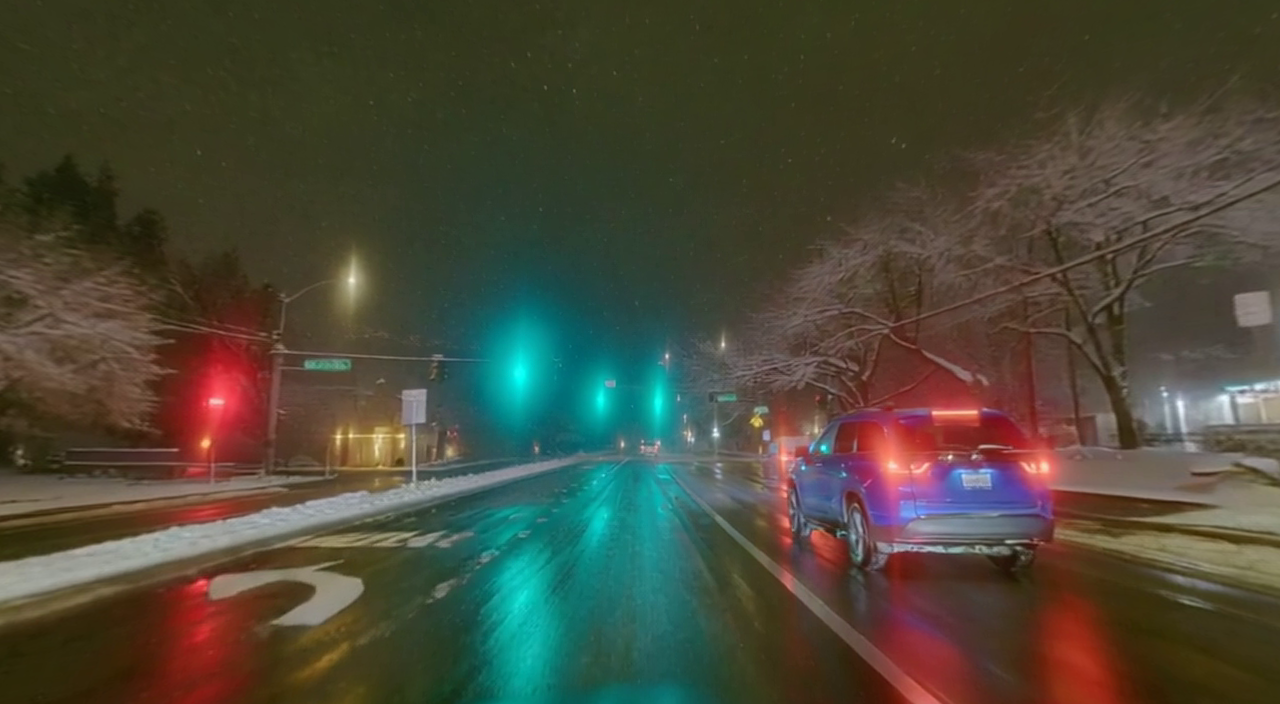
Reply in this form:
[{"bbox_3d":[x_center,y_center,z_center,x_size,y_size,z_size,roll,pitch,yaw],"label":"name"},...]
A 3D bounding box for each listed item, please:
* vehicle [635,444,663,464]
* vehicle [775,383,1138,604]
[{"bbox_3d":[0.742,7.969,49.431,2.131,1.474,4.146,0,-8,1],"label":"vehicle"},{"bbox_3d":[3.172,1.526,7.617,2.033,1.865,4.360,0,-8,-1],"label":"vehicle"}]
